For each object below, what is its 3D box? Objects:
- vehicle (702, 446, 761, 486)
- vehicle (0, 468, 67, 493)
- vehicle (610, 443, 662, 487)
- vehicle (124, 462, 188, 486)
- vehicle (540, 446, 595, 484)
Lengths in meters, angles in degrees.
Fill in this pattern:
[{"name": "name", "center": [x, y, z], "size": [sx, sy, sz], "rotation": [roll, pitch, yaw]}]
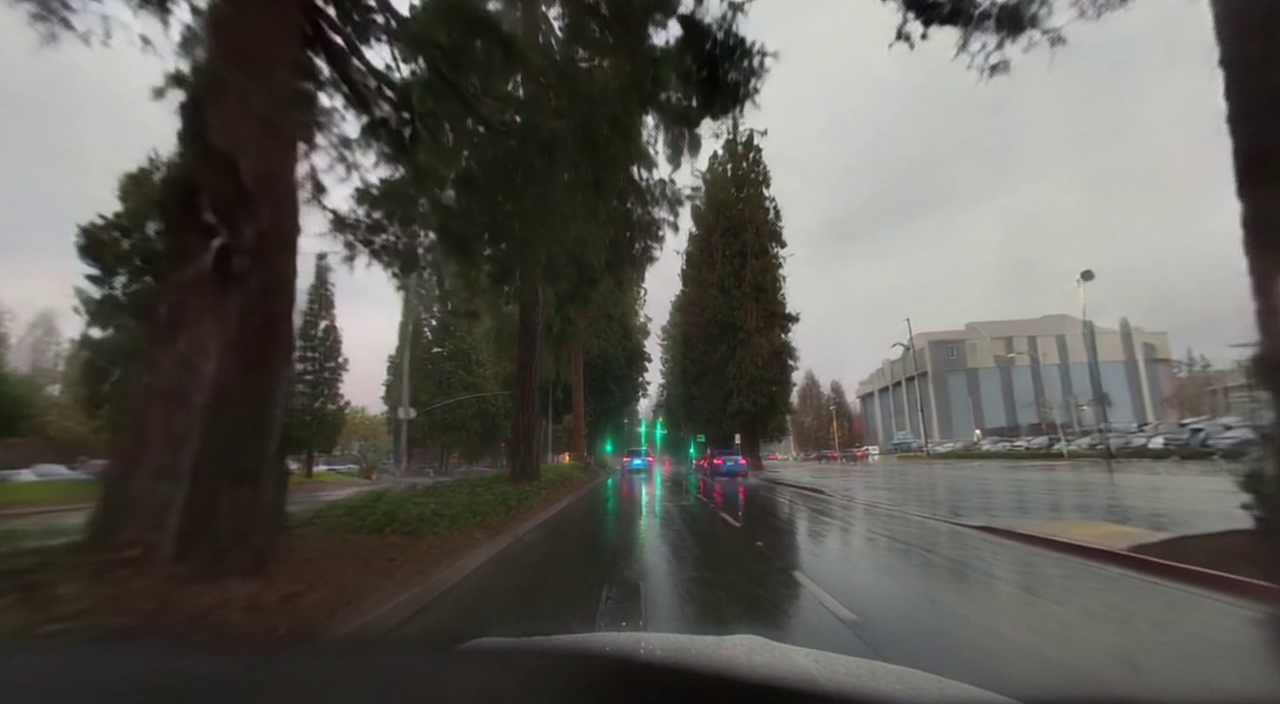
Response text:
[{"name": "vehicle", "center": [3.821, 4.840, 27.054], "size": [1.847, 1.554, 4.052], "rotation": [0, -8, -1]}, {"name": "vehicle", "center": [-42.094, 8.893, 43.904], "size": [1.811, 1.441, 4.673], "rotation": [4, -9, -25]}, {"name": "vehicle", "center": [-0.124, 4.767, 27.031], "size": [2.022, 1.700, 4.084], "rotation": [0, -8, 1]}, {"name": "vehicle", "center": [-32.516, 8.191, 42.517], "size": [1.742, 1.411, 4.415], "rotation": [2, -9, -14]}, {"name": "vehicle", "center": [-3.450, 5.445, 30.853], "size": [2.047, 1.710, 4.314], "rotation": [0, -8, 2]}]
